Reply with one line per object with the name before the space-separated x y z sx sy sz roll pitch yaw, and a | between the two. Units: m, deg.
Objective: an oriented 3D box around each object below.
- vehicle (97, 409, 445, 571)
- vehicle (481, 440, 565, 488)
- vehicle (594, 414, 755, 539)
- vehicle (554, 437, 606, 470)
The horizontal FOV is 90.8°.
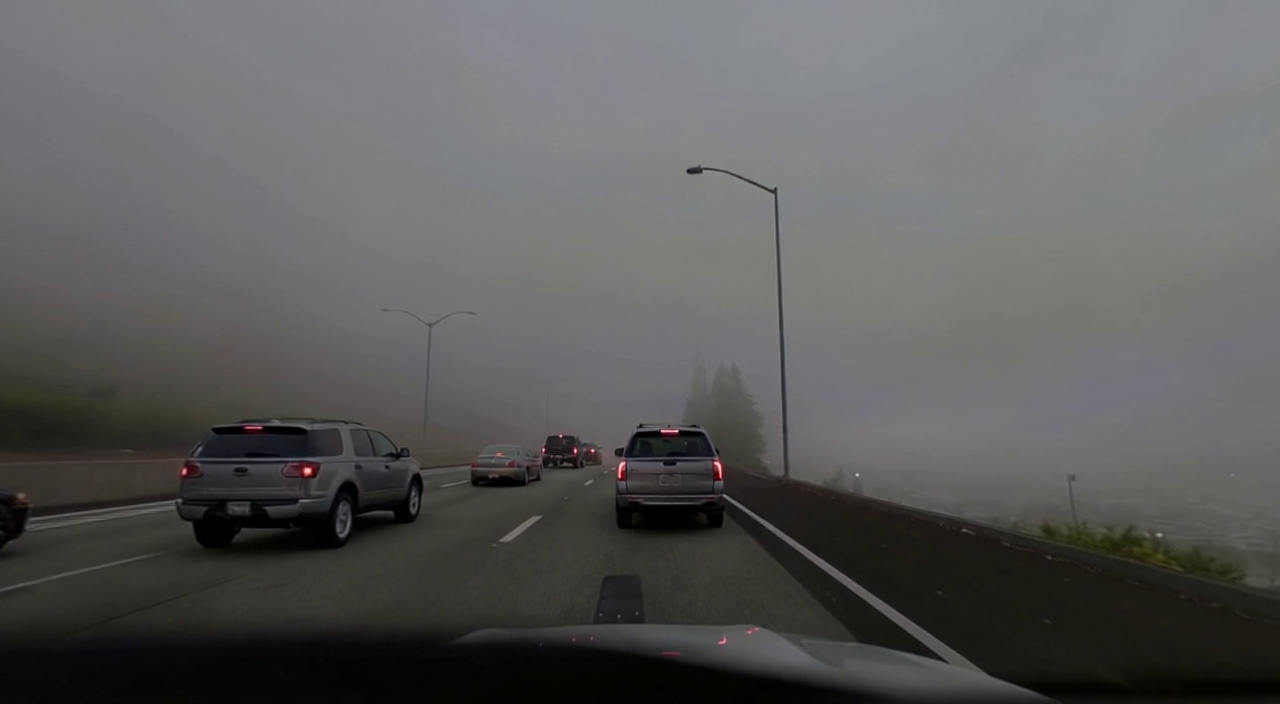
vehicle | -4.628 1.792 8.953 2.076 1.688 4.334 -1 -9 4
vehicle | -3.880 3.783 21.700 1.868 1.470 4.105 -1 -9 4
vehicle | 0.519 2.065 11.052 2.235 1.716 4.435 0 -9 1
vehicle | -3.222 5.592 34.990 2.109 1.714 4.472 -1 -9 5
